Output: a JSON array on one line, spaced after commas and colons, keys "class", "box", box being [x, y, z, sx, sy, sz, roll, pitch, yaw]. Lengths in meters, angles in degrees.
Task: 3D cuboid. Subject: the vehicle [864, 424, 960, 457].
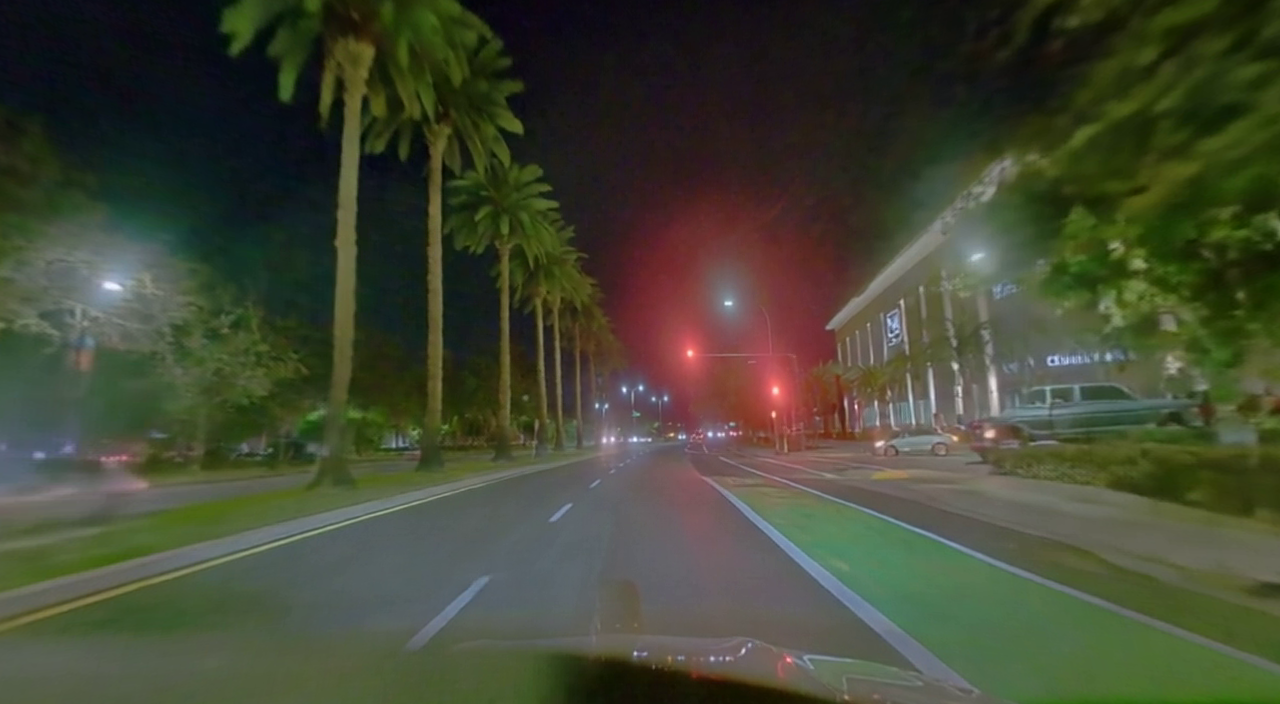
[{"class": "vehicle", "box": [14.720, 4.852, 34.457, 4.601, 1.696, 1.977, -4, -9, 21]}]

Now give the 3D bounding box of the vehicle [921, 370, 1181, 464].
[{"class": "vehicle", "box": [14.603, 2.390, 22.814, 7.635, 3.131, 2.691, 0, -8, -6]}]

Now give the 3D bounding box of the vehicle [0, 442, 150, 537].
[{"class": "vehicle", "box": [-11.108, 2.305, 10.856, 1.925, 1.492, 4.200, 0, -8, 1]}]
